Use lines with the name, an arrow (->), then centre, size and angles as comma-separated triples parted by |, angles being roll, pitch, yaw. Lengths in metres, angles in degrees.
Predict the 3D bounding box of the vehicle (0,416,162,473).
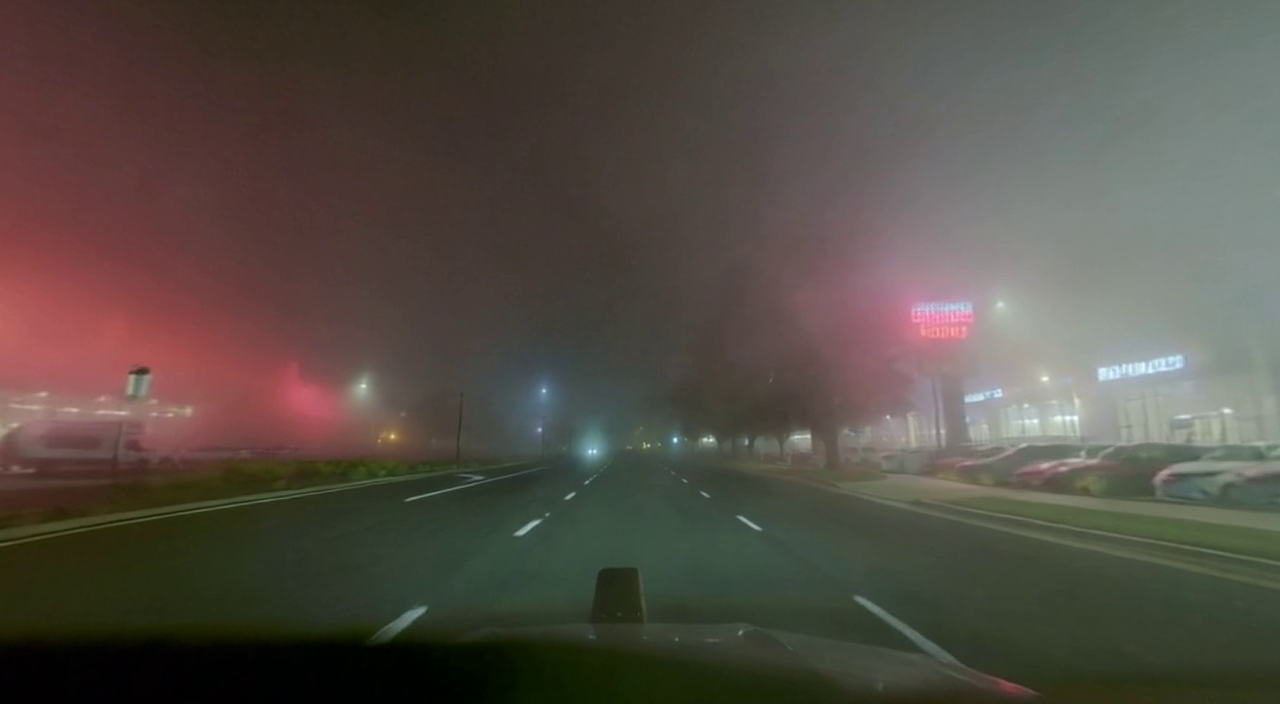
vehicle -> -31.328, 5.200, 35.510 | 6.892, 2.879, 2.222 | -1, -8, -3

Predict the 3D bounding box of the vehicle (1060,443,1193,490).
vehicle -> 18.131, 4.256, 23.819 | 1.881, 1.598, 3.866 | 0, -8, 0

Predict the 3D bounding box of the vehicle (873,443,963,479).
vehicle -> 12.753, 5.034, 29.404 | 1.928, 1.465, 4.874 | -2, -9, -1

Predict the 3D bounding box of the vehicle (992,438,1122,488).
vehicle -> 15.739, 4.177, 24.168 | 1.893, 1.727, 4.285 | 0, -8, -2

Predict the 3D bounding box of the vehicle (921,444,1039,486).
vehicle -> 12.993, 4.313, 24.499 | 1.865, 1.434, 4.373 | 1, -8, -4

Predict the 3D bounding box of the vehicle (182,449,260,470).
vehicle -> -30.397, 7.756, 45.861 | 4.311, 1.457, 1.808 | 0, -8, -2
